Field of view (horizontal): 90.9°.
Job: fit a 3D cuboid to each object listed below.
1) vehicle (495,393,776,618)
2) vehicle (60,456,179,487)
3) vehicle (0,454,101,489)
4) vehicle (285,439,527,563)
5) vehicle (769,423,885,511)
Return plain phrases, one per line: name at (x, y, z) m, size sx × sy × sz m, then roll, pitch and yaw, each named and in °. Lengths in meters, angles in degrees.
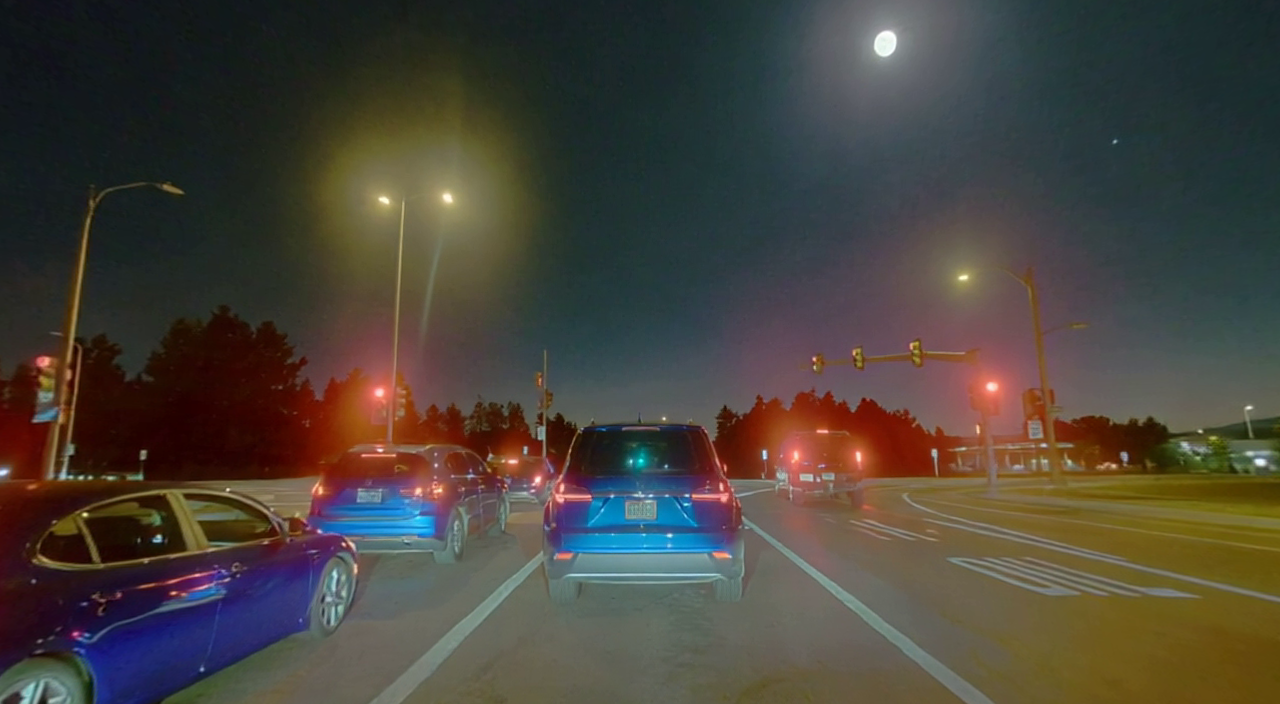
vehicle at (-0.030, 1.521, 7.173) m, size 2.203 × 1.757 × 4.286 m, roll 0°, pitch -8°, yaw 0°
vehicle at (-25.986, 5.950, 31.609) m, size 4.140 × 1.444 × 1.742 m, roll 2°, pitch -9°, yaw -15°
vehicle at (-27.022, 5.286, 27.968) m, size 4.198 × 1.444 × 1.765 m, roll 2°, pitch -9°, yaw -16°
vehicle at (-3.194, 2.098, 9.765) m, size 1.913 × 1.453 × 4.413 m, roll 0°, pitch -8°, yaw 2°
vehicle at (4.811, 3.002, 16.912) m, size 2.084 × 2.053 × 4.073 m, roll -1°, pitch -8°, yaw 4°
